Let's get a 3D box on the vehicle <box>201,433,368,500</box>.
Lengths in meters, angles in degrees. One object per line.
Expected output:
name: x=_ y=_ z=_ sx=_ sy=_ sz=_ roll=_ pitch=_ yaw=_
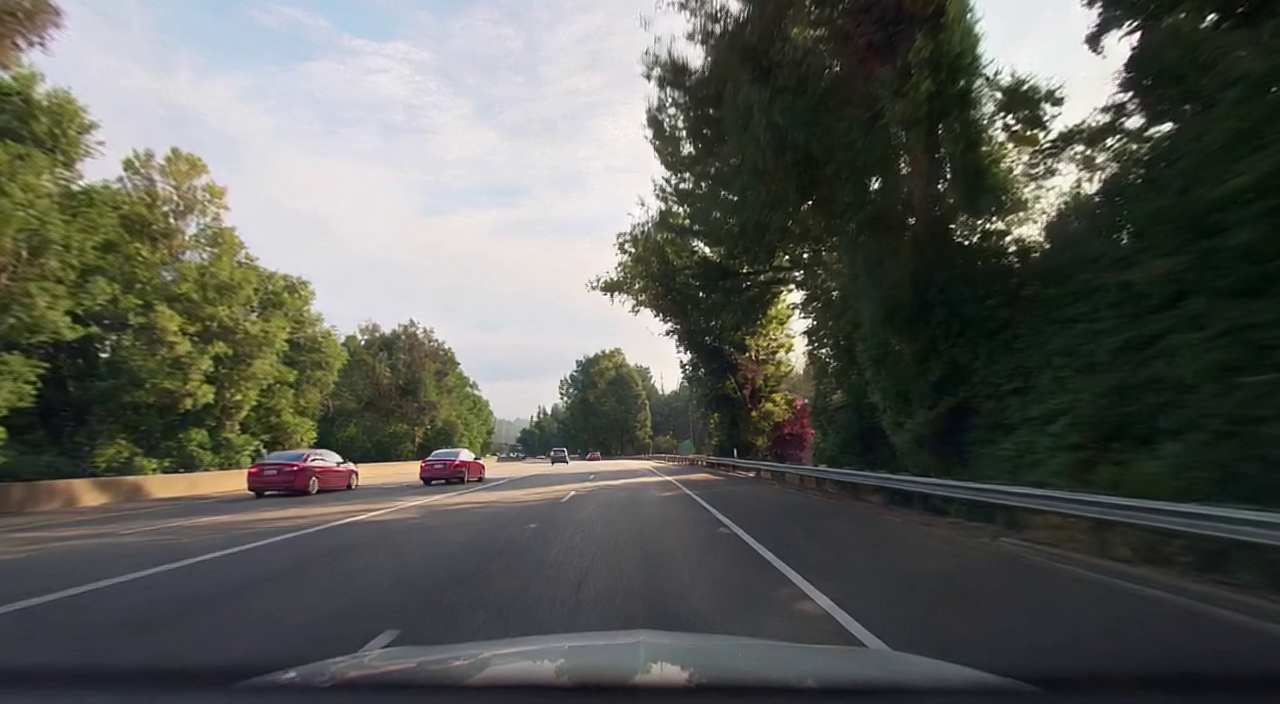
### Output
vehicle: x=-11.636 y=3.784 z=21.285 sx=2.425 sy=1.926 sz=5.584 roll=0 pitch=-9 yaw=0

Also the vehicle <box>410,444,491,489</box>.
vehicle: x=-7.624 y=4.627 z=25.775 sx=2.060 sy=1.680 sz=4.255 roll=0 pitch=-9 yaw=-1
